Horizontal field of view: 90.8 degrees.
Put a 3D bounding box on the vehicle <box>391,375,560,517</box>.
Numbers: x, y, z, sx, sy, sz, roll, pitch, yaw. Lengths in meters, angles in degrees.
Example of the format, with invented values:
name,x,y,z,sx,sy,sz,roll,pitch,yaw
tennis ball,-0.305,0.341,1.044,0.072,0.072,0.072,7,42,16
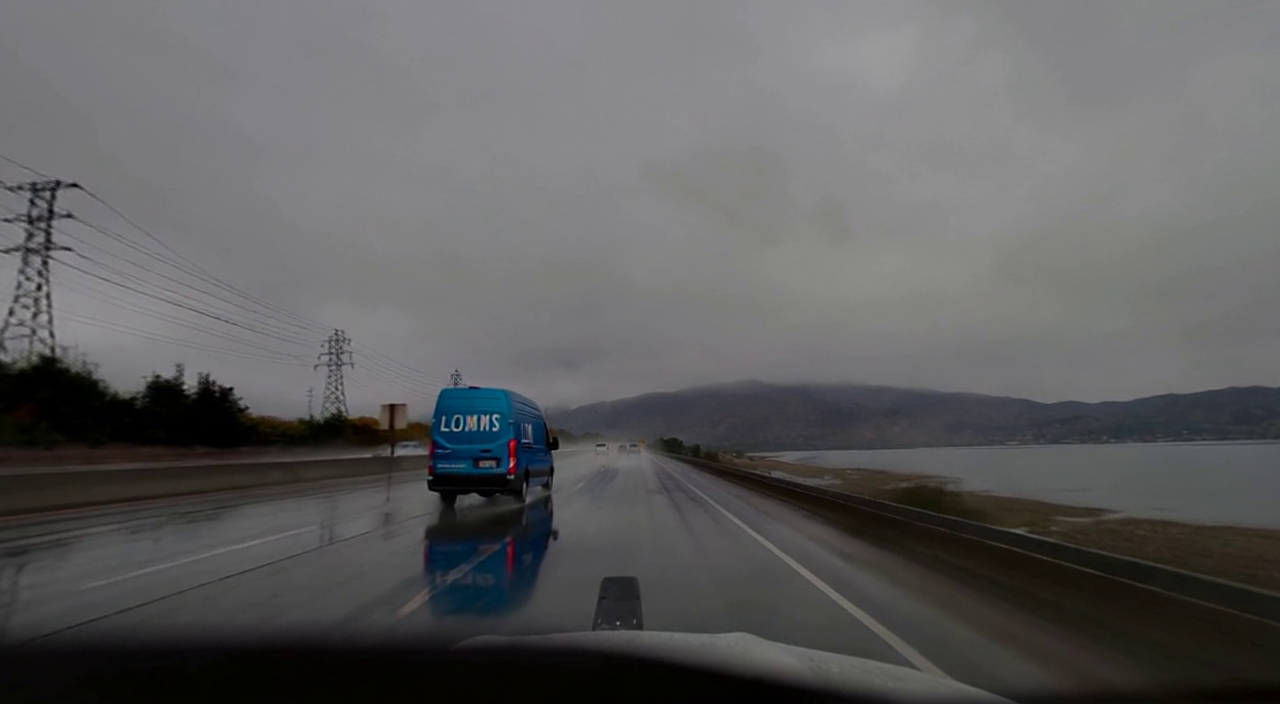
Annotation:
name,x,y,z,sx,sy,sz,roll,pitch,yaw
vehicle,-3.623,2.314,15.698,2.331,2.757,6.581,0,-8,1
